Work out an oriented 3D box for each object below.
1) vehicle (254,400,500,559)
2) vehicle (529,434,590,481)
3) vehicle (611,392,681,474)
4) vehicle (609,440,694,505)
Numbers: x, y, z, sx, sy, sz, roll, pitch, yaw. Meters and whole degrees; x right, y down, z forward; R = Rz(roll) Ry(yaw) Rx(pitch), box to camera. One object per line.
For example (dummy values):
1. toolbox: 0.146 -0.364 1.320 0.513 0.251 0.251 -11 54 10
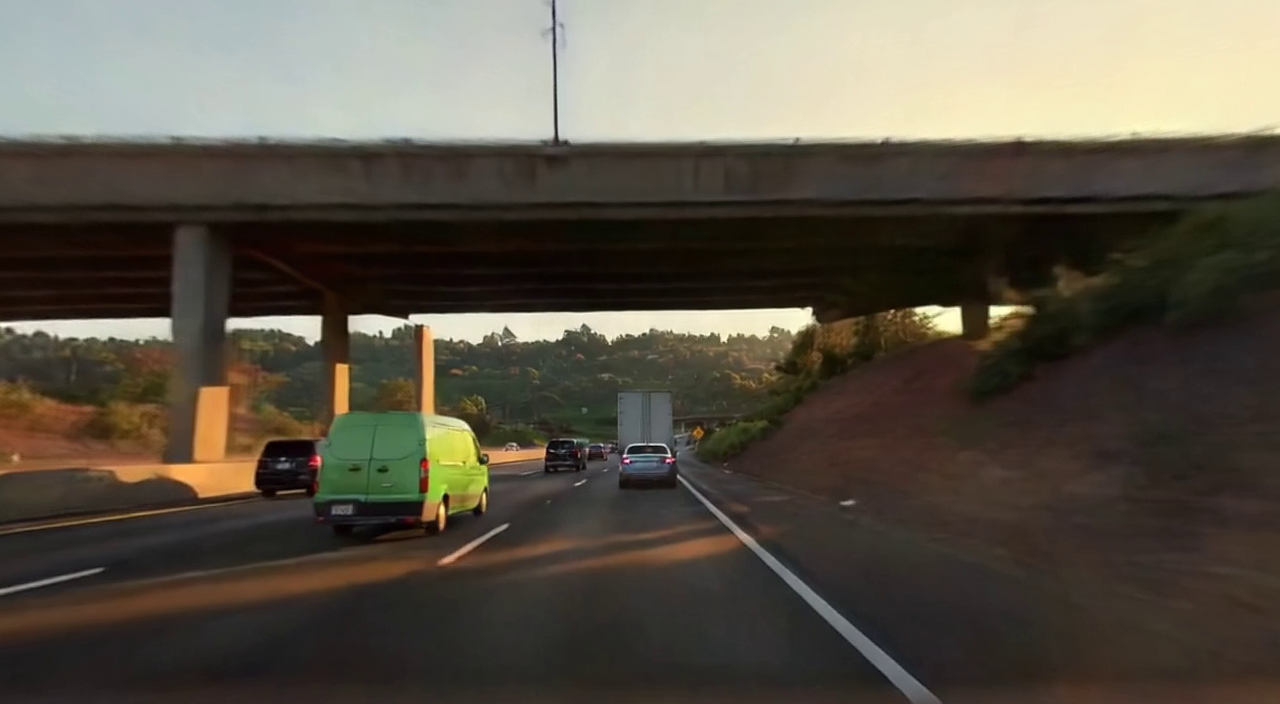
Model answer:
1. vehicle: -3.591 1.830 9.583 1.951 1.882 3.979 0 -9 1
2. vehicle: -3.416 4.599 27.651 2.068 1.862 4.234 0 -9 1
3. vehicle: 0.494 5.250 38.924 3.289 3.822 18.653 0 -9 1
4. vehicle: 0.246 3.089 16.520 1.991 1.507 3.391 0 -9 -1
